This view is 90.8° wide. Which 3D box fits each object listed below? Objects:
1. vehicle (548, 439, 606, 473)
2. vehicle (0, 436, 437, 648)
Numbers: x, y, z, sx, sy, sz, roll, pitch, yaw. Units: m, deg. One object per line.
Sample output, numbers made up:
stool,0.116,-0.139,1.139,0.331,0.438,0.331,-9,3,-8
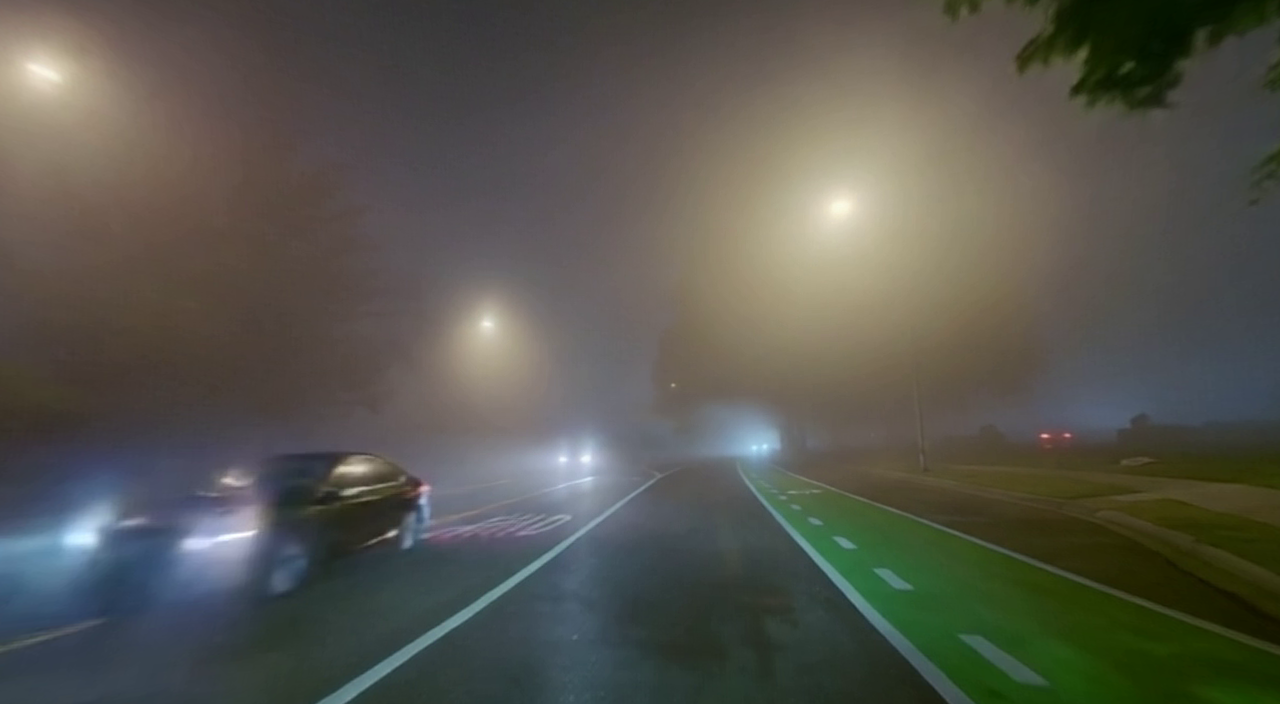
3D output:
vehicle,-3.447,5.792,35.393,2.065,1.744,4.566,-2,-9,10
vehicle,-4.121,1.684,6.835,2.071,1.456,4.663,-1,-8,3
